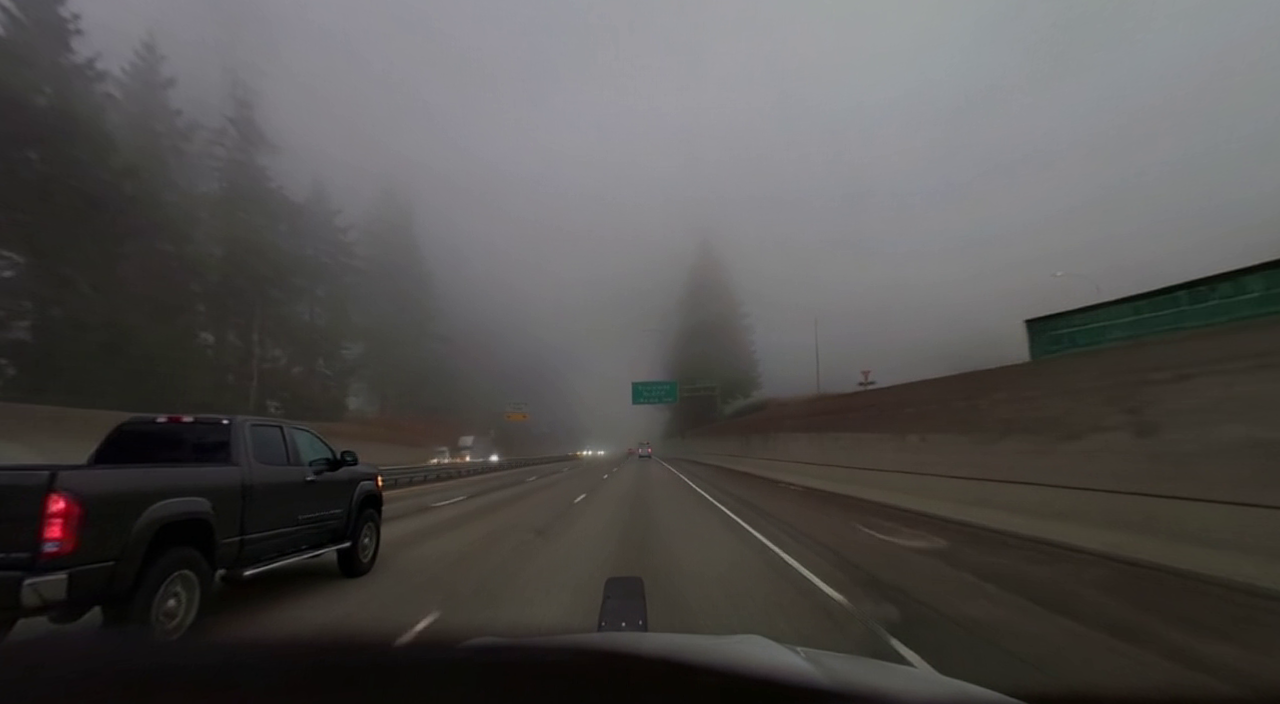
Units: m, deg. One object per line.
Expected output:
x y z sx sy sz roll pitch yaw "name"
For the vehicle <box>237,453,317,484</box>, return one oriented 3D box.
-23.171 7.399 40.525 2.056 1.728 5.167 -3 -9 0 "vehicle"
